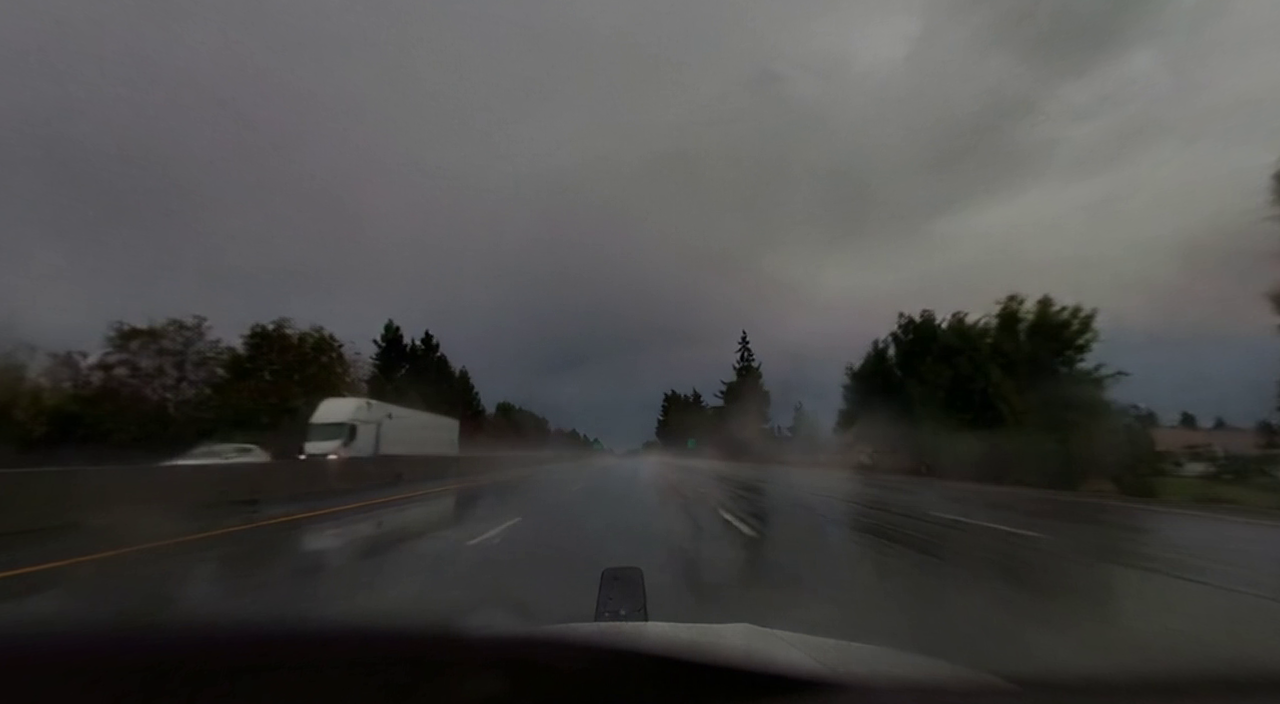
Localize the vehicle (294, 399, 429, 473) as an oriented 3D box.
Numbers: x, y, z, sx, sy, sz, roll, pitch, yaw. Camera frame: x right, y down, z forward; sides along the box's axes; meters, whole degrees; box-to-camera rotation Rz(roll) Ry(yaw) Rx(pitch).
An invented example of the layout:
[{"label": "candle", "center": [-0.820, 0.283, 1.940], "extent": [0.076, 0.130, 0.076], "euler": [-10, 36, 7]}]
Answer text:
[{"label": "vehicle", "center": [-15.975, 5.106, 37.463], "extent": [3.043, 3.740, 10.678], "euler": [0, -9, 0]}]
